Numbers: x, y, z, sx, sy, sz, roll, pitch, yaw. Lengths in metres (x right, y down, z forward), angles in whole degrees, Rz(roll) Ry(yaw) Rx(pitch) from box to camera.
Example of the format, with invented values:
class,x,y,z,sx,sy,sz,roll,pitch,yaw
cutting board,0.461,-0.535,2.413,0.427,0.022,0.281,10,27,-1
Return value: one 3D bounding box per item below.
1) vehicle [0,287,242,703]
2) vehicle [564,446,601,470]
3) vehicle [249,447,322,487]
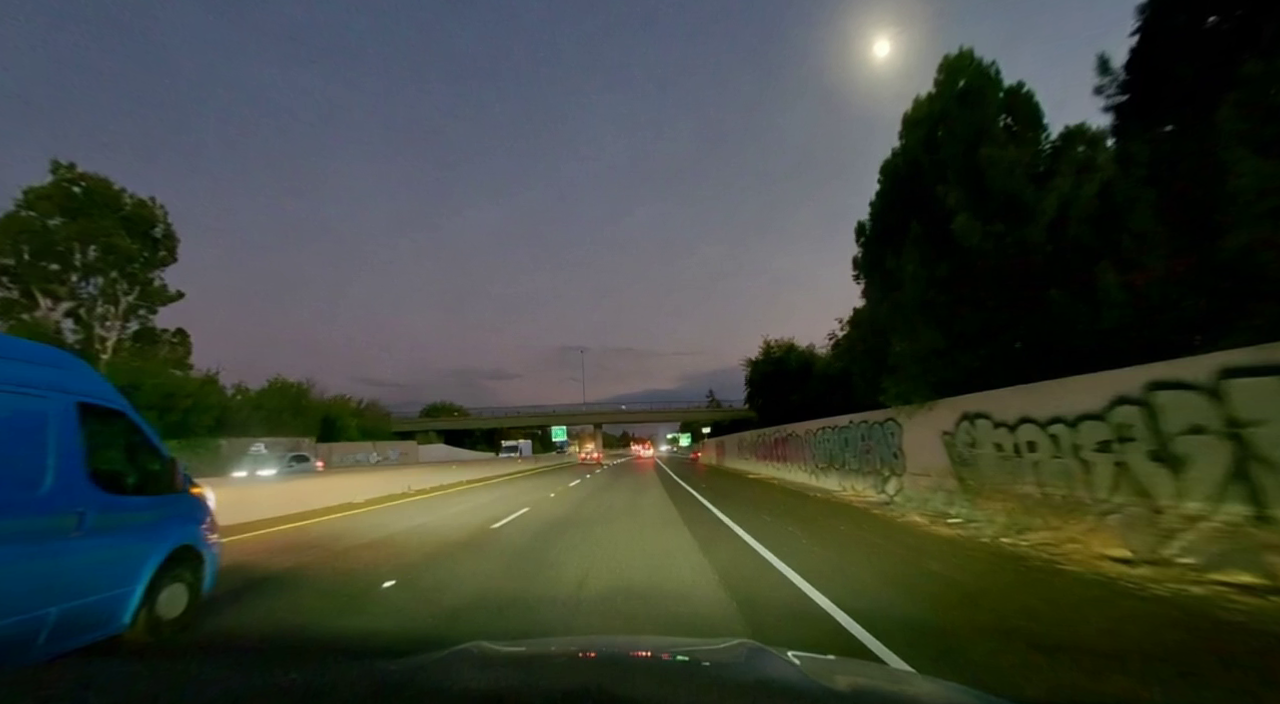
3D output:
class,x,y,z,sx,sy,sz,roll,pitch,yaw
vehicle,-4.014,0.596,1.869,2.310,2.030,5.094,0,-9,0
vehicle,-3.694,6.864,40.972,1.994,1.471,3.962,0,-9,0
vehicle,-17.587,5.694,31.468,1.790,1.872,3.055,0,-9,1
